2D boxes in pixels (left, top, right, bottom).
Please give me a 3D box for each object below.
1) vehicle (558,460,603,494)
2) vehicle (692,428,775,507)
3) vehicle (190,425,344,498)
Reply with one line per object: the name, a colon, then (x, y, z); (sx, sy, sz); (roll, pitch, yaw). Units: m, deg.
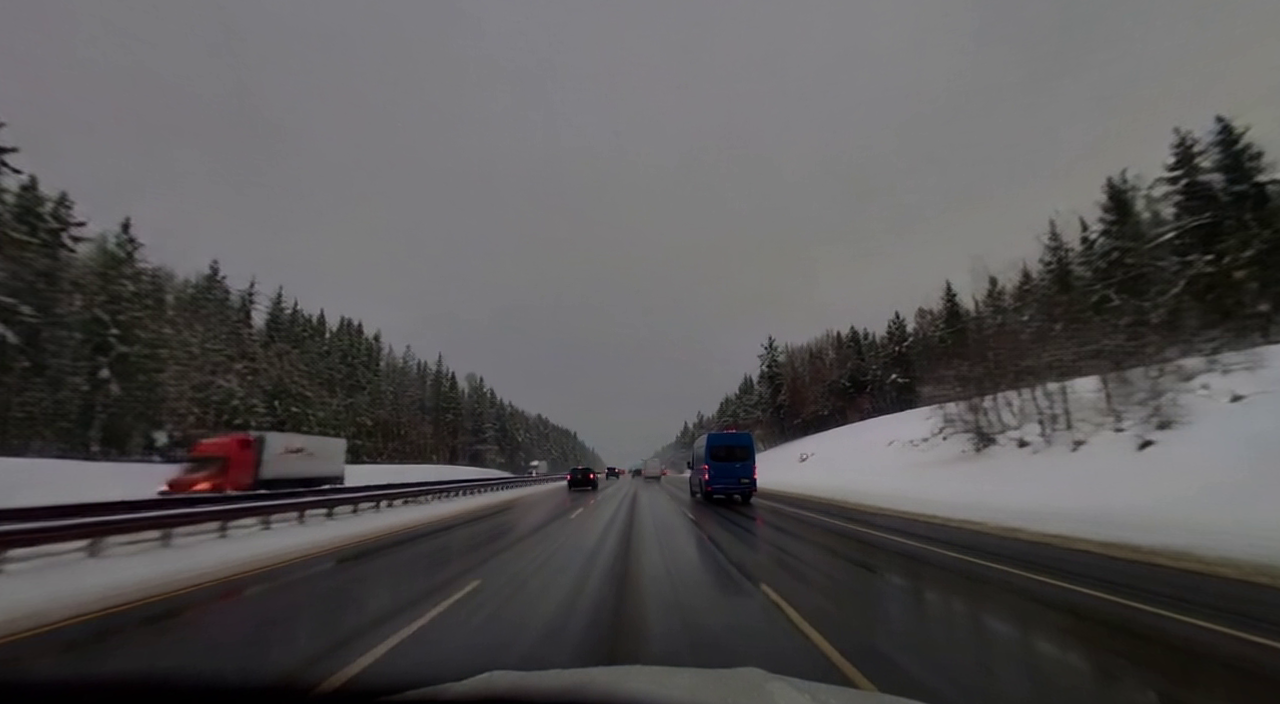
vehicle: (-3.511, 7.519, 37.991); (2.204, 1.852, 4.661); (1, -11, 0)
vehicle: (3.855, 4.976, 27.192); (2.703, 2.988, 5.097); (1, -11, -1)
vehicle: (-19.545, 5.947, 33.901); (2.866, 3.364, 8.471); (1, -11, 1)
